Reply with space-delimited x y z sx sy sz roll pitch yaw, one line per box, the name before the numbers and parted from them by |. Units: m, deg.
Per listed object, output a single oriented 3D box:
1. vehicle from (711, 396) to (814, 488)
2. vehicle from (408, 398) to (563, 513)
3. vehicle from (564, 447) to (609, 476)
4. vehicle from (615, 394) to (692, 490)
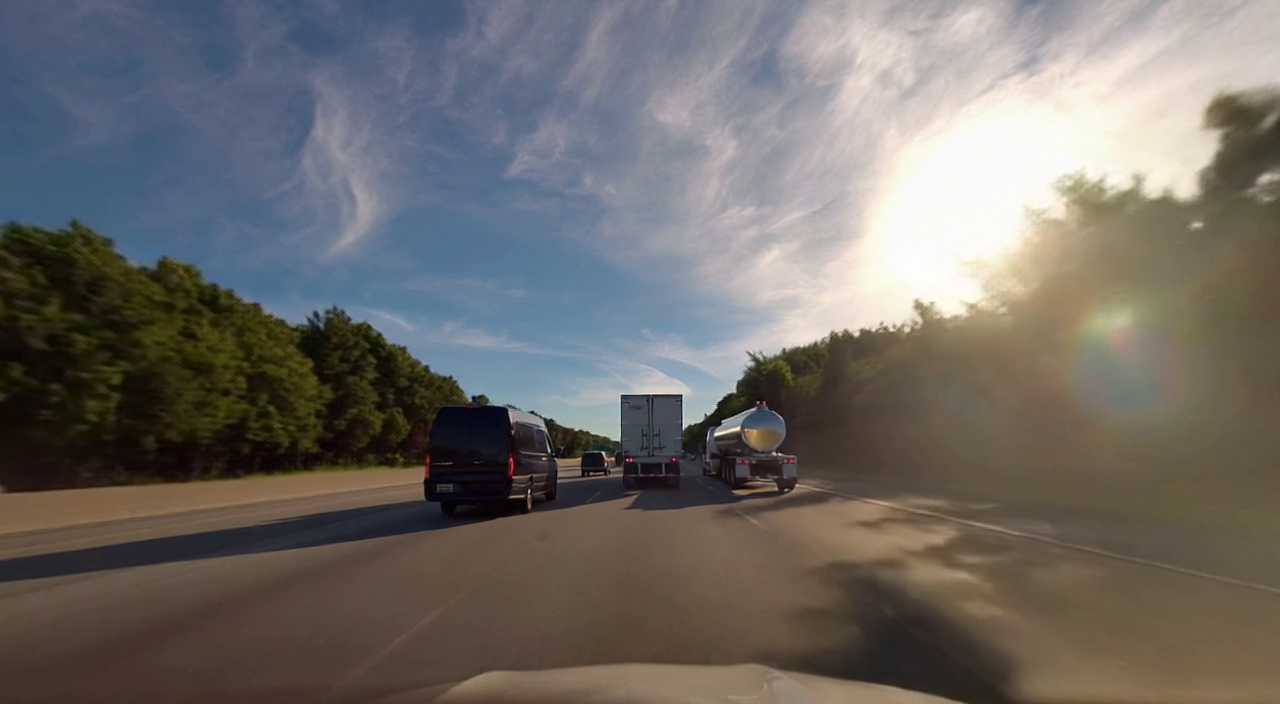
vehicle | 5.306 4.318 29.821 2.706 3.500 11.483 0 -9 1
vehicle | -3.882 2.827 17.480 2.525 2.572 6.260 0 -9 2
vehicle | -3.171 6.650 38.480 2.134 1.652 4.439 -1 -9 3
vehicle | 0.315 4.012 27.646 2.773 3.455 9.118 0 -9 -2
